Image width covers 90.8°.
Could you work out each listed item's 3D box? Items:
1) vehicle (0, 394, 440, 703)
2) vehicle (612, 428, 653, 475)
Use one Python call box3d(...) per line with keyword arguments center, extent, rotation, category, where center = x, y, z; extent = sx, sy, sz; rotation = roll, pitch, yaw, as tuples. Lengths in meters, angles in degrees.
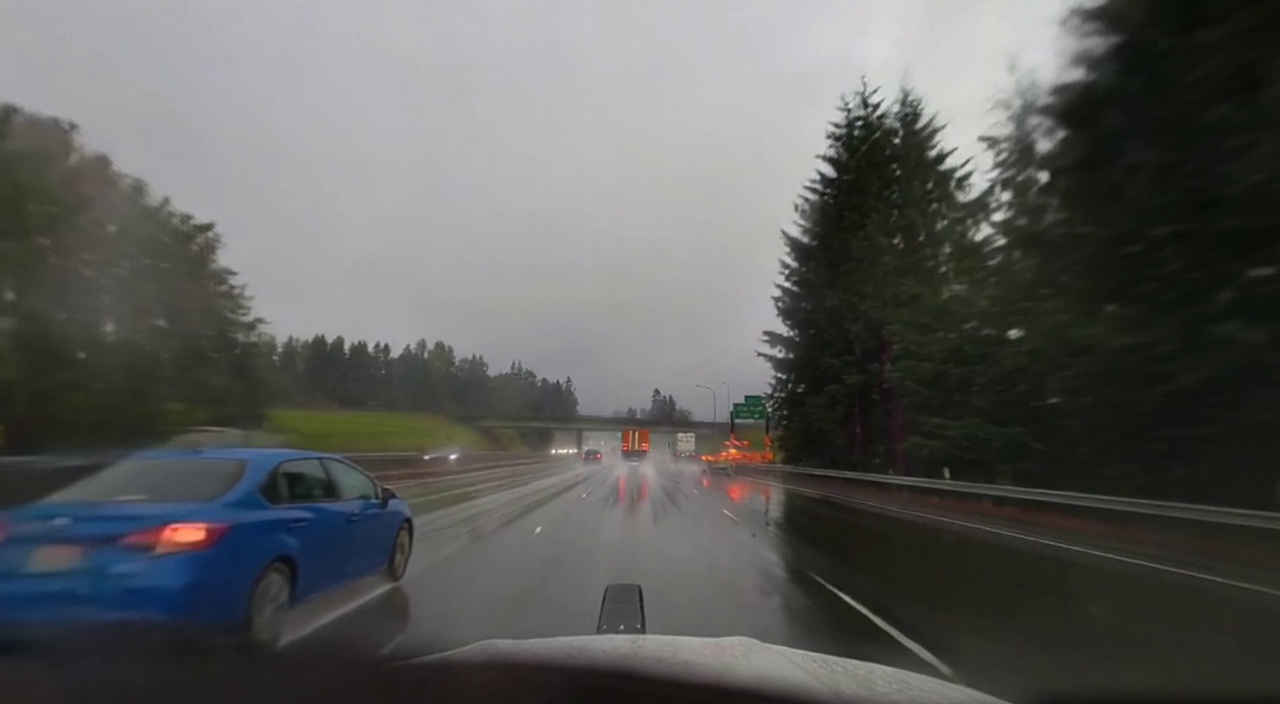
box3d(center=(-3.351, 1.346, 5.057), extent=(2.088, 1.643, 4.215), rotation=(0, -9, 0), category="vehicle")
box3d(center=(-0.544, 7.058, 44.812), extent=(2.672, 3.056, 6.900), rotation=(0, -9, -1), category="vehicle")
